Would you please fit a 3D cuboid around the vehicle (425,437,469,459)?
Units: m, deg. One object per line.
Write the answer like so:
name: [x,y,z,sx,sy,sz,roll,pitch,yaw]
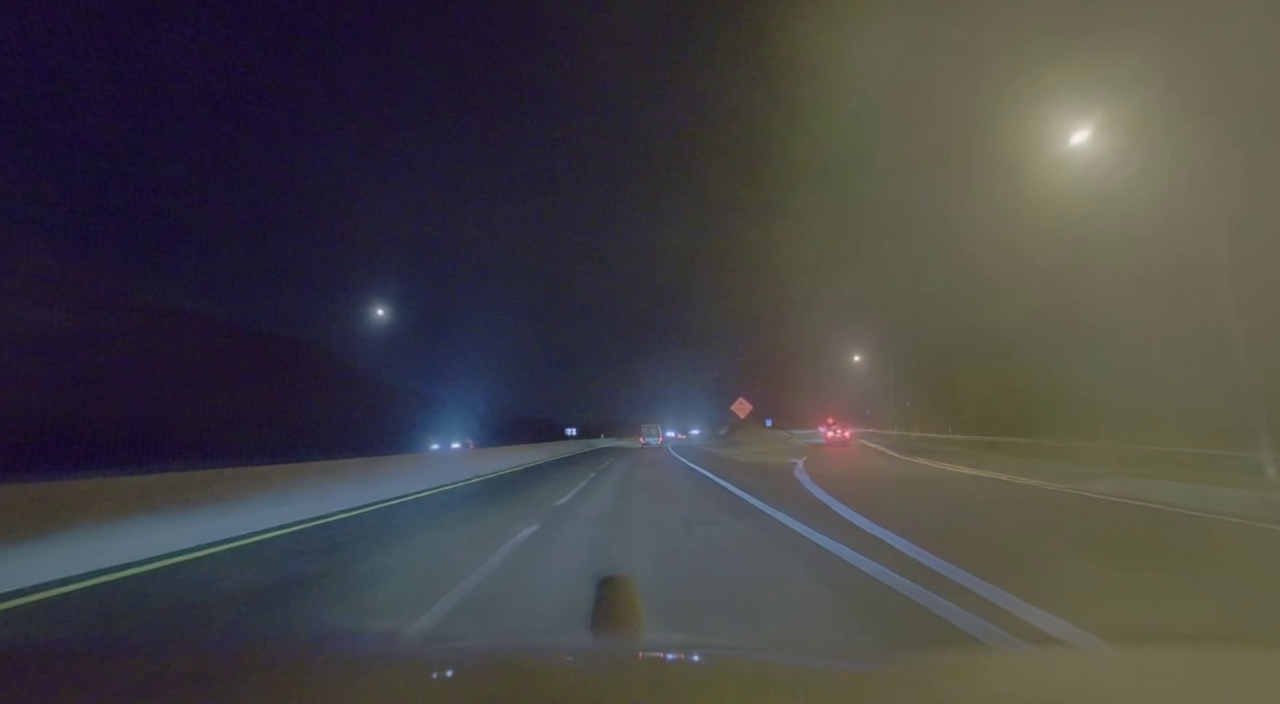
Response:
vehicle: [-13.746,6.828,44.979,1.828,1.495,4.024,0,-8,1]
